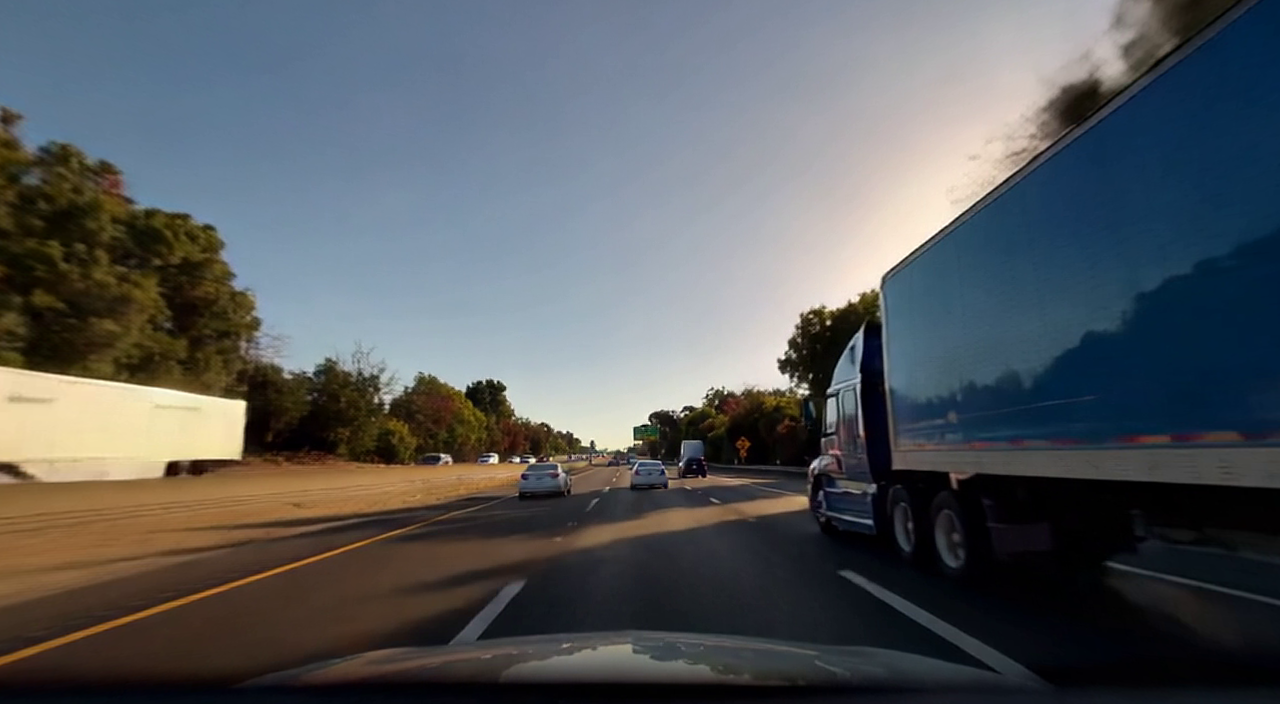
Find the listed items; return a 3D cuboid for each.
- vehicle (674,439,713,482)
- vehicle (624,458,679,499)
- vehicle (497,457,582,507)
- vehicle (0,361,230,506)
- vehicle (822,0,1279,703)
[{"bbox_3d":[4.102,8.178,47.441,2.650,2.978,6.937,-1,-10,7],"label":"vehicle"},{"bbox_3d":[0.450,5.213,26.369,2.089,1.516,4.191,0,-9,0],"label":"vehicle"},{"bbox_3d":[-3.241,4.299,21.235,2.105,1.467,4.099,0,-9,1],"label":"vehicle"},{"bbox_3d":[-19.741,2.777,20.710,2.874,4.090,14.180,0,-9,0],"label":"vehicle"},{"bbox_3d":[4.754,0.143,4.597,2.877,4.035,13.897,0,-9,1],"label":"vehicle"}]
